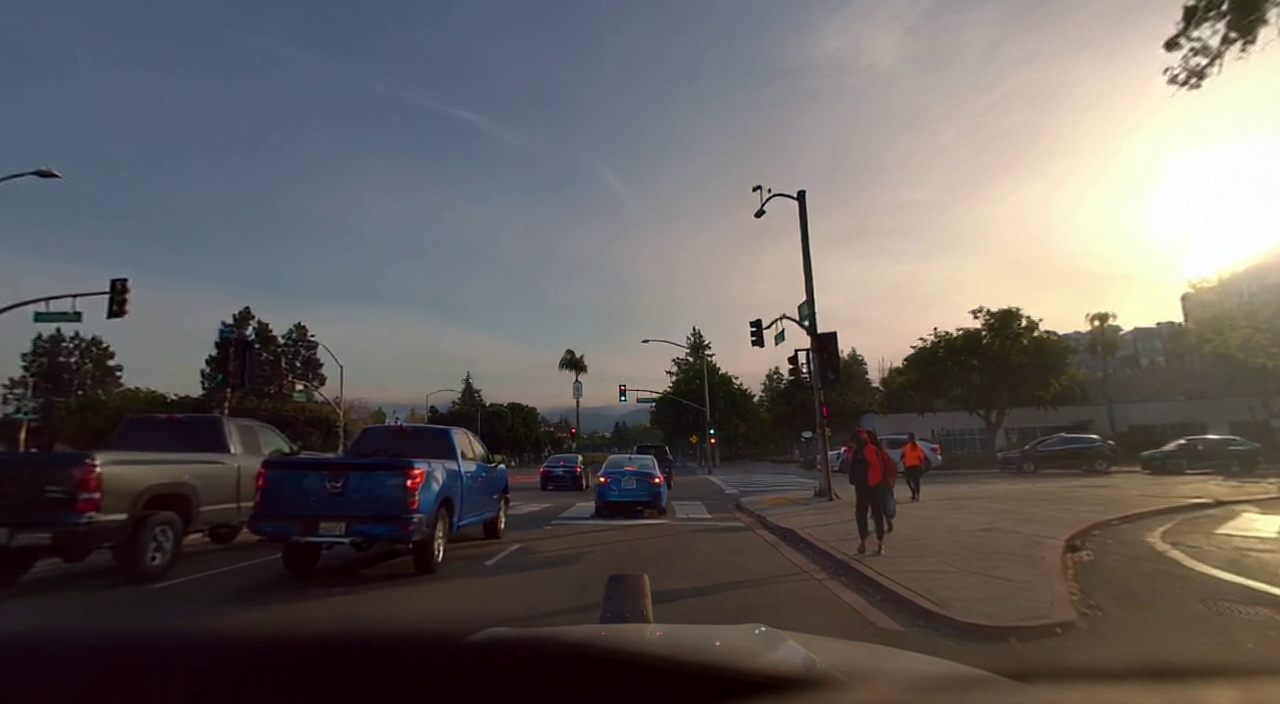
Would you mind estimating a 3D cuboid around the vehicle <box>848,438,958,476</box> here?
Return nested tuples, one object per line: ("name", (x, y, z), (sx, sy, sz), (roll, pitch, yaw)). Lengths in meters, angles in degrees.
("vehicle", (12.462, 5.018, 30.090), (4.394, 1.724, 1.886), (0, -9, 1))

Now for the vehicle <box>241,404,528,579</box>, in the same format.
("vehicle", (-3.330, 1.954, 9.675), (2.202, 1.961, 4.980), (0, -9, 1))

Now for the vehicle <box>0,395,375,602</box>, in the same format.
("vehicle", (-6.480, 1.899, 9.240), (2.544, 2.018, 5.893), (0, -9, 1))

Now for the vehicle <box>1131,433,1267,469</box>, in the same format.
("vehicle", (29.205, 5.193, 33.066), (4.967, 1.794, 2.044), (-1, -9, 3))

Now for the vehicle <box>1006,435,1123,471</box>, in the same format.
("vehicle", (22.201, 5.320, 33.101), (4.529, 1.786, 2.110), (-1, -9, 2))

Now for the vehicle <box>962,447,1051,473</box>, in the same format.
("vehicle", (21.406, 6.287, 36.909), (3.983, 1.443, 1.831), (0, -9, 1))

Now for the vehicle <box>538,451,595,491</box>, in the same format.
("vehicle", (-3.263, 5.410, 29.045), (2.003, 1.655, 4.878), (0, -9, 0))

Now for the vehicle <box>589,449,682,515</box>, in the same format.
("vehicle", (-0.062, 3.346, 16.797), (2.144, 1.497, 4.446), (0, -9, 1))
